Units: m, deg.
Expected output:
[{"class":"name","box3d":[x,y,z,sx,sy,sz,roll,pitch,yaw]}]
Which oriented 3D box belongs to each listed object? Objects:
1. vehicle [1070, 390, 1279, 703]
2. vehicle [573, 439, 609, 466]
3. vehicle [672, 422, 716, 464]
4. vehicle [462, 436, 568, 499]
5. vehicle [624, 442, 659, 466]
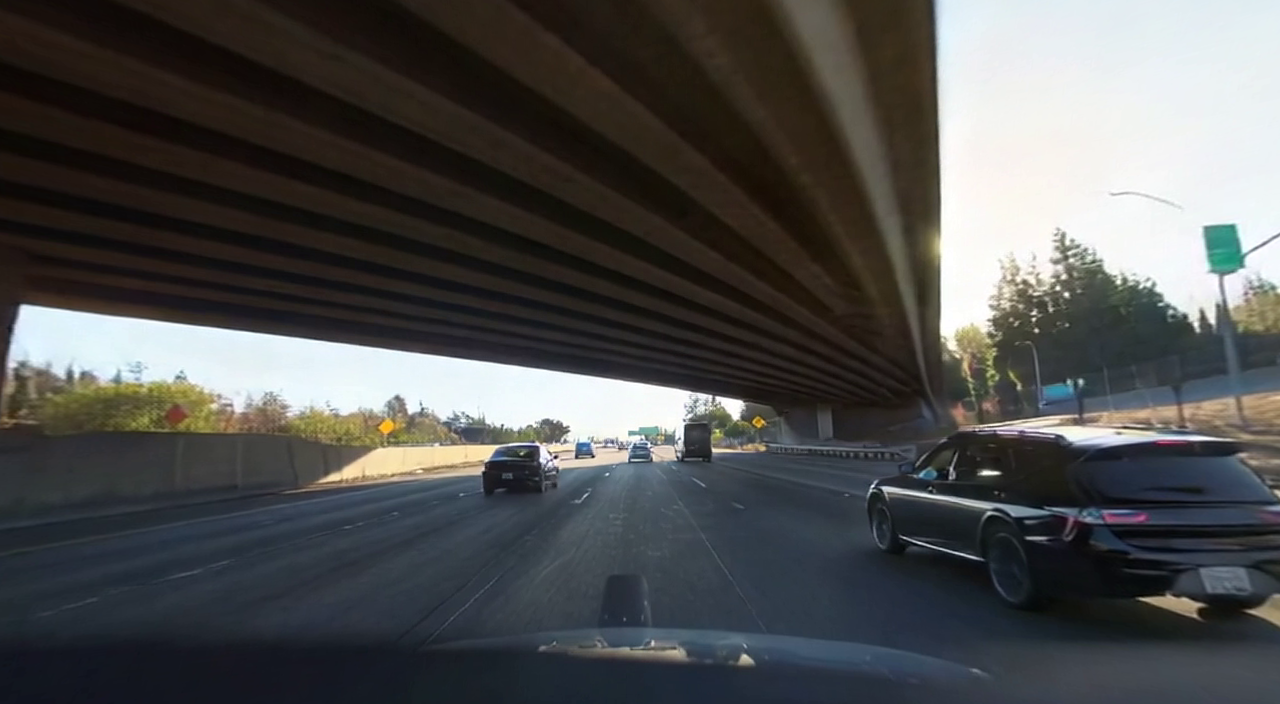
[{"class":"vehicle","box3d":[3.886,0.806,1.829,2.085,1.558,4.466,0,-8,0]},{"class":"vehicle","box3d":[-3.309,6.860,43.296,2.078,1.706,4.298,0,-8,1]},{"class":"vehicle","box3d":[3.809,6.620,45.809,2.436,2.745,6.607,0,-8,-1]},{"class":"vehicle","box3d":[-3.375,3.210,17.888,2.137,1.562,3.926,0,-8,1]},{"class":"vehicle","box3d":[0.064,6.641,41.213,2.174,1.467,4.005,0,-8,0]}]
